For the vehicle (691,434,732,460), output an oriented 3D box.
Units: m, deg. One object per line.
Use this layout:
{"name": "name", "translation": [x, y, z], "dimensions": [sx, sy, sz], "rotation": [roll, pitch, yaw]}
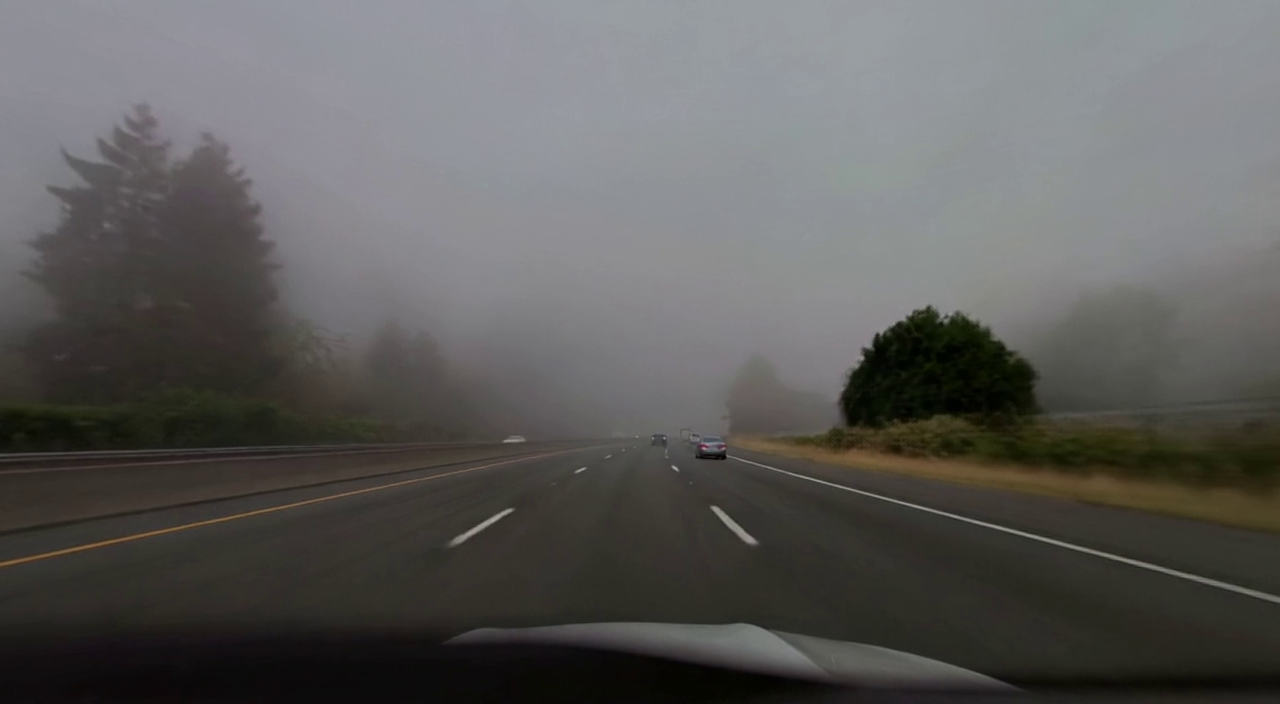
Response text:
{"name": "vehicle", "translation": [4.214, 5.675, 37.913], "dimensions": [1.982, 1.452, 4.294], "rotation": [0, -8, 0]}
